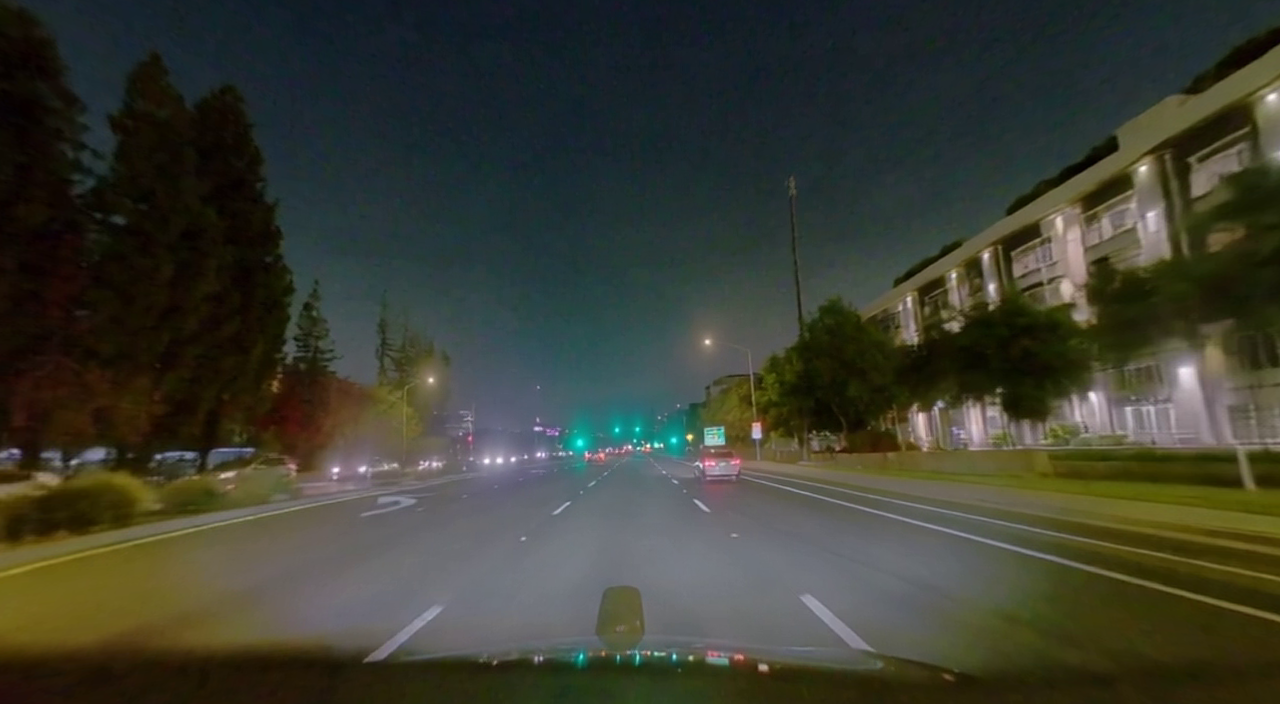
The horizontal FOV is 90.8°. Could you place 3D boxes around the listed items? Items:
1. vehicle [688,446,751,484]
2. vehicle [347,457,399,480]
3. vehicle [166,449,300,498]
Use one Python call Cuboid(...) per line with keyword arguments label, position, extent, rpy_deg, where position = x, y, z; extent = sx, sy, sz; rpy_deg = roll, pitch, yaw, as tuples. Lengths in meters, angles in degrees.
Cuboid(label="vehicle", position=(3.266, 4.735, 26.812), extent=(1.966, 1.449, 4.290), rpy_deg=(0, -9, -2))
Cuboid(label="vehicle", position=(-19.309, 8.391, 45.858), extent=(1.876, 1.506, 4.231), rpy_deg=(0, -9, 0))
Cuboid(label="vehicle", position=(-15.952, 4.741, 25.162), extent=(2.093, 1.709, 4.952), rpy_deg=(0, -9, -1))
